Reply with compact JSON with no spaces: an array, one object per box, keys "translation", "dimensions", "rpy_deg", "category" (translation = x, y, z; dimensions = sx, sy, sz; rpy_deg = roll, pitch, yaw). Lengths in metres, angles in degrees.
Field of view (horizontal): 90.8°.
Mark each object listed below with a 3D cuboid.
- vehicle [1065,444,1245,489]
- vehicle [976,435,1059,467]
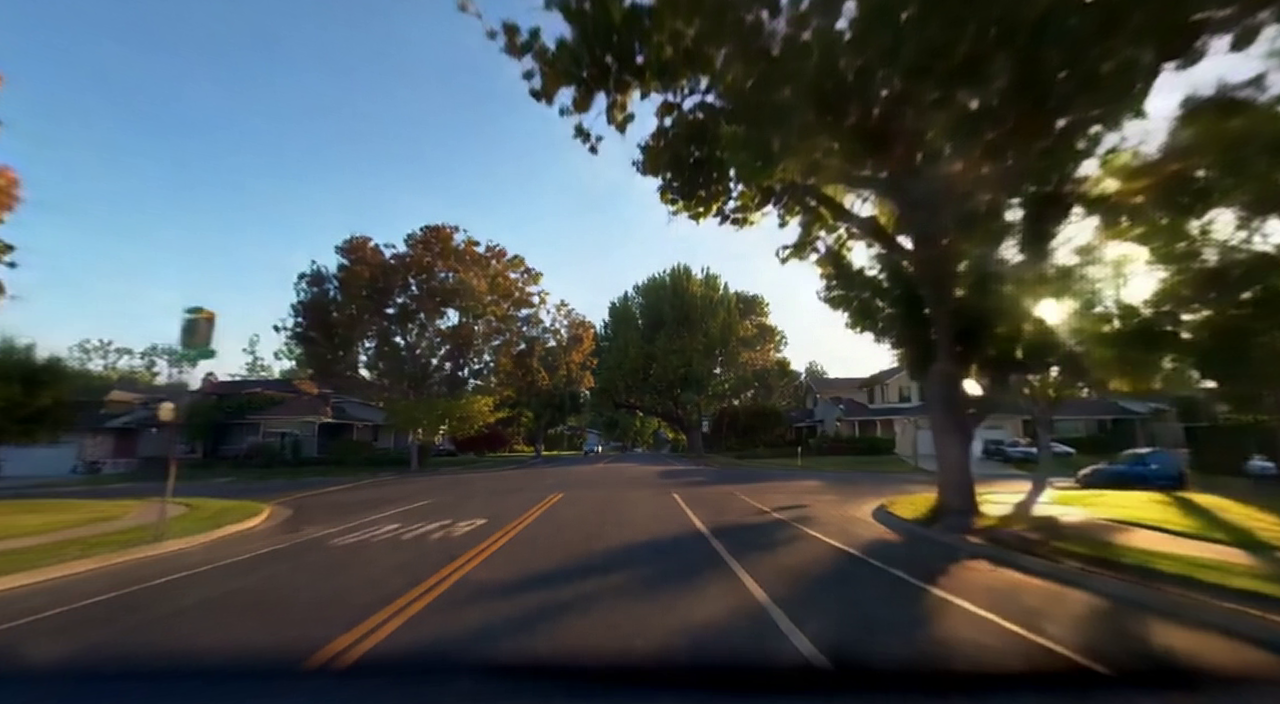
[{"translation":[17.539,3.902,21.707],"dimensions":[4.368,1.457,2.031],"rpy_deg":[0,-9,1],"category":"vehicle"},{"translation":[22.905,5.988,38.570],"dimensions":[1.879,1.584,4.761],"rpy_deg":[1,-5,-5],"category":"vehicle"}]
